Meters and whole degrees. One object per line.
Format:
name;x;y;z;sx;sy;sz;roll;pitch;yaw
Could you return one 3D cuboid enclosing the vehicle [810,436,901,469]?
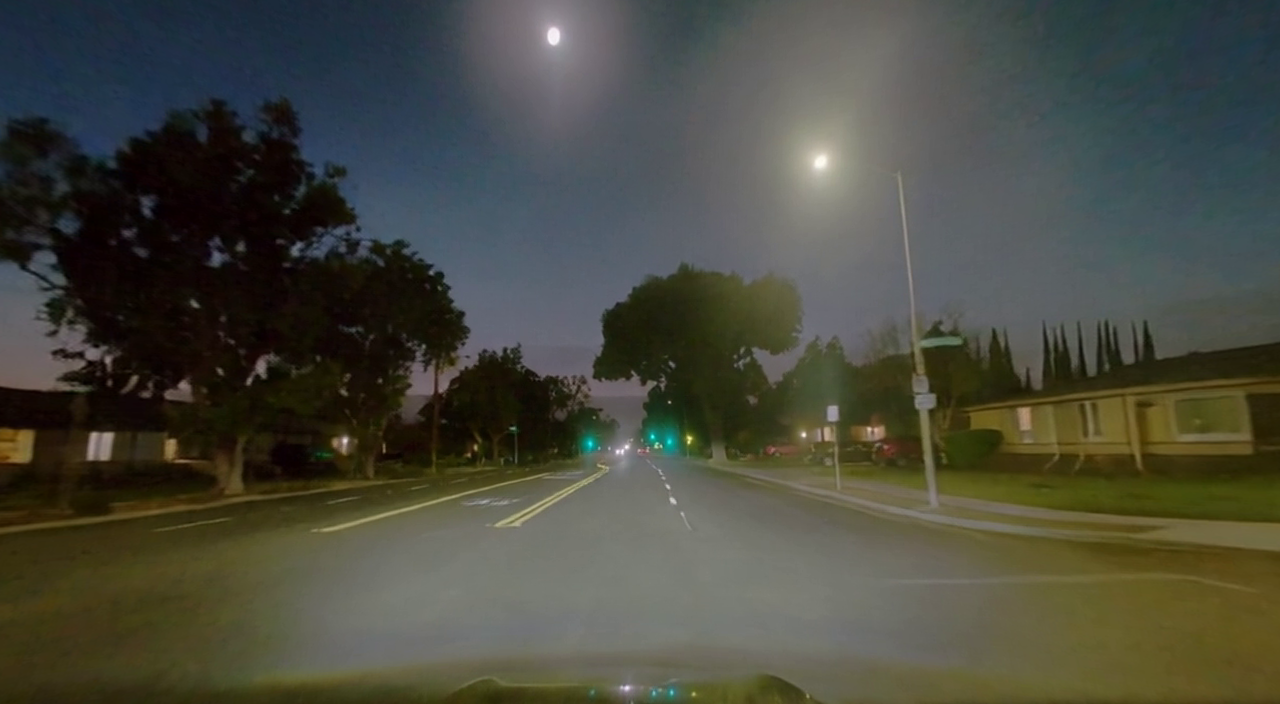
vehicle;13.136;6.161;38.783;4.912;1.895;2.047;-1;-8;7
